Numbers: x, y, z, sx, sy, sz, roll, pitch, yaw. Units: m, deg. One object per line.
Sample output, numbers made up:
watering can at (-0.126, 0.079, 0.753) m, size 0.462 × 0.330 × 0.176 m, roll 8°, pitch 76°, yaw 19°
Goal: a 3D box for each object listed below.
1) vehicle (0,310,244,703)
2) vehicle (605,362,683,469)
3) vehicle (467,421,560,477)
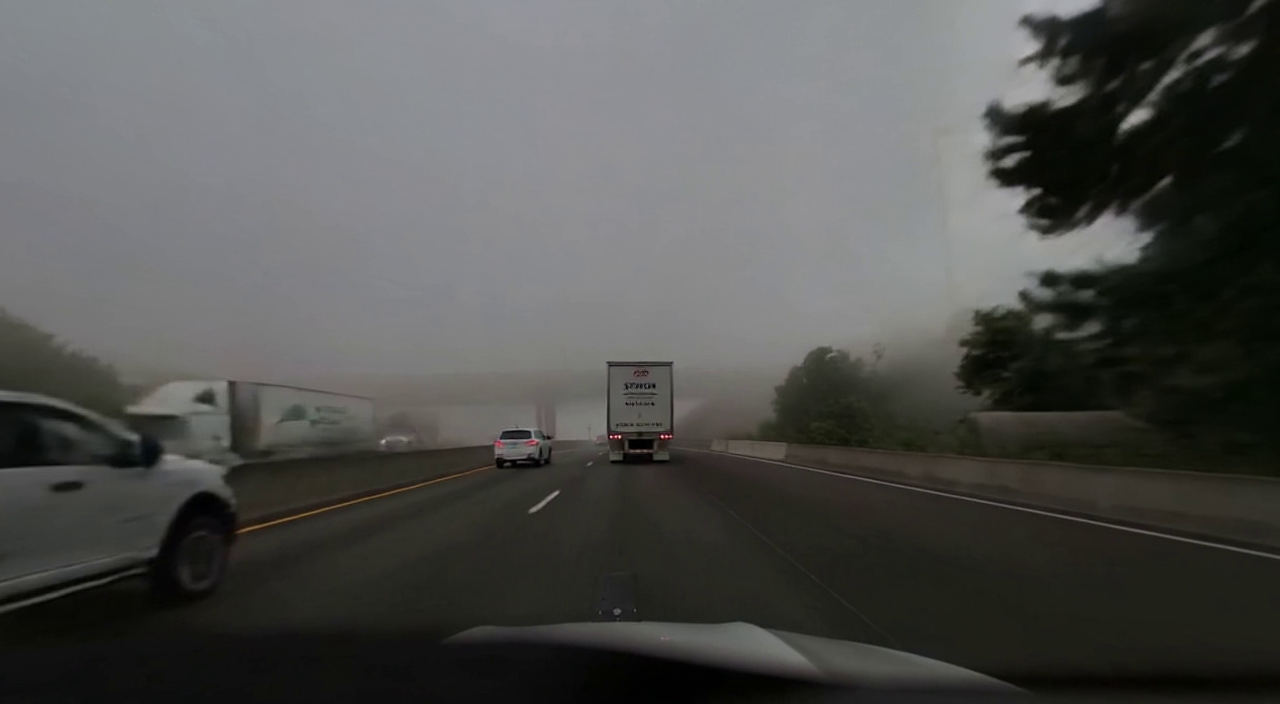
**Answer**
vehicle at (-4.014, 0.643, 2.231) m, size 2.283 × 1.814 × 4.568 m, roll 0°, pitch -8°, yaw -1°
vehicle at (0.007, 3.179, 29.820) m, size 2.906 × 3.990 × 12.551 m, roll 0°, pitch -8°, yaw -1°
vehicle at (-4.153, 3.279, 21.661) m, size 2.167 × 1.686 × 4.946 m, roll 0°, pitch -8°, yaw 0°
